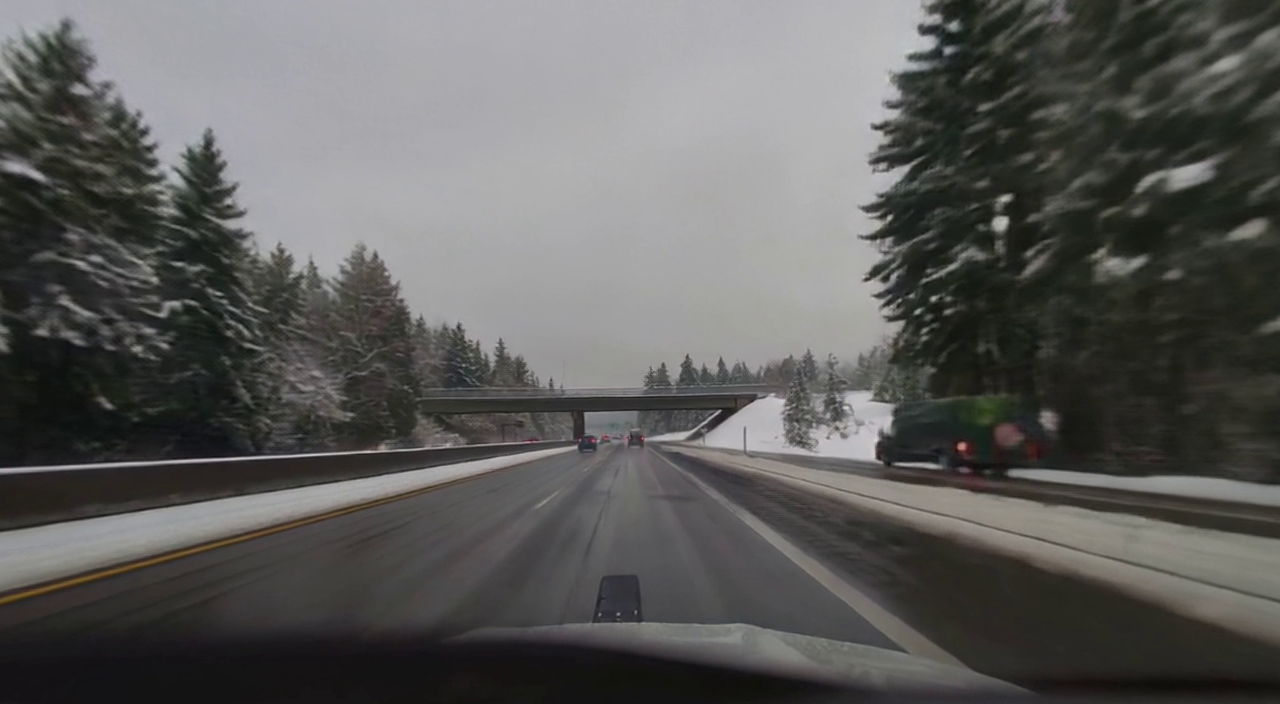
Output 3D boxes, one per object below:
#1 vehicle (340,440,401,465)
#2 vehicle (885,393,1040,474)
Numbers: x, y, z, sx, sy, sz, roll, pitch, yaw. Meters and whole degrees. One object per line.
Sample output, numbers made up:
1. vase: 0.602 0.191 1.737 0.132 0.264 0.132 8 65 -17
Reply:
1. vehicle: -16.726 6.237 39.375 1.953 1.463 4.370 0 -8 -1
2. vehicle: 9.587 2.503 19.301 2.123 2.156 4.679 0 -7 -2
